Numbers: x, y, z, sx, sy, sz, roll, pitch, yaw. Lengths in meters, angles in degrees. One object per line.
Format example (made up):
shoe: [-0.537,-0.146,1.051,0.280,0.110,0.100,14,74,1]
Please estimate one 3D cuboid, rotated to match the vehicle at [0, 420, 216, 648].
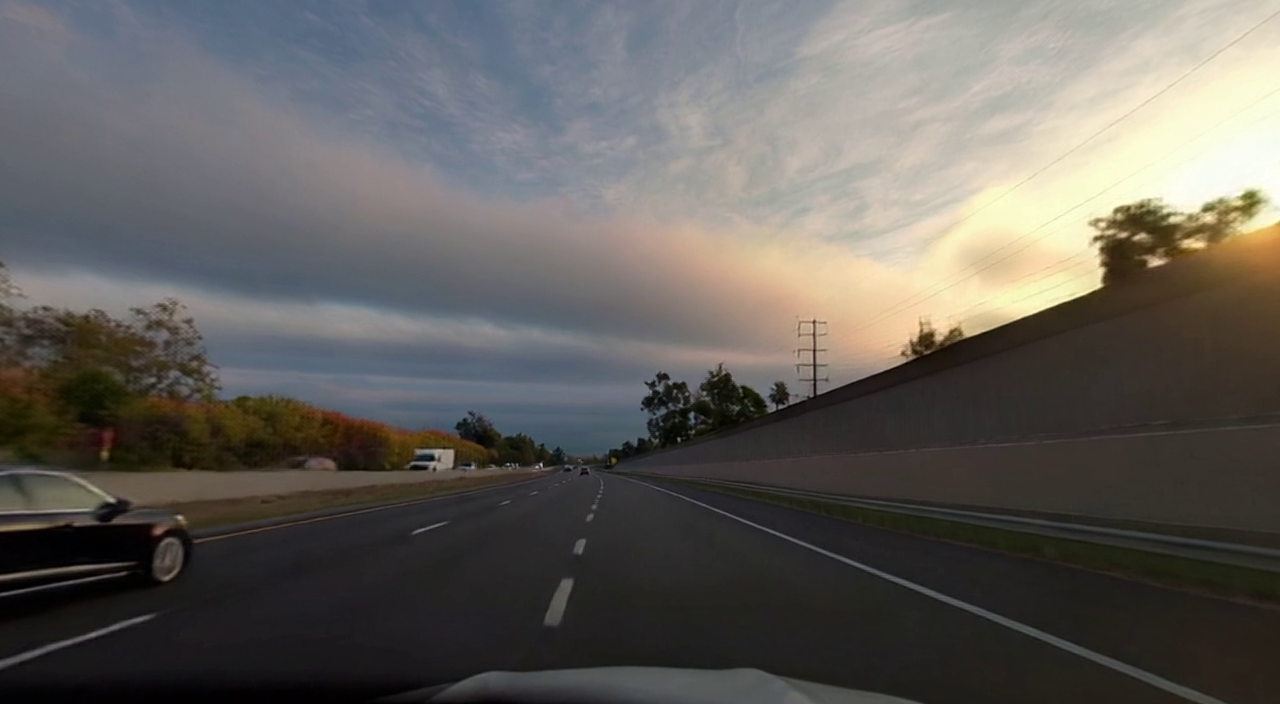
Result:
vehicle: [-5.953,1.401,4.943,2.194,1.704,4.421,1,-10,-2]
